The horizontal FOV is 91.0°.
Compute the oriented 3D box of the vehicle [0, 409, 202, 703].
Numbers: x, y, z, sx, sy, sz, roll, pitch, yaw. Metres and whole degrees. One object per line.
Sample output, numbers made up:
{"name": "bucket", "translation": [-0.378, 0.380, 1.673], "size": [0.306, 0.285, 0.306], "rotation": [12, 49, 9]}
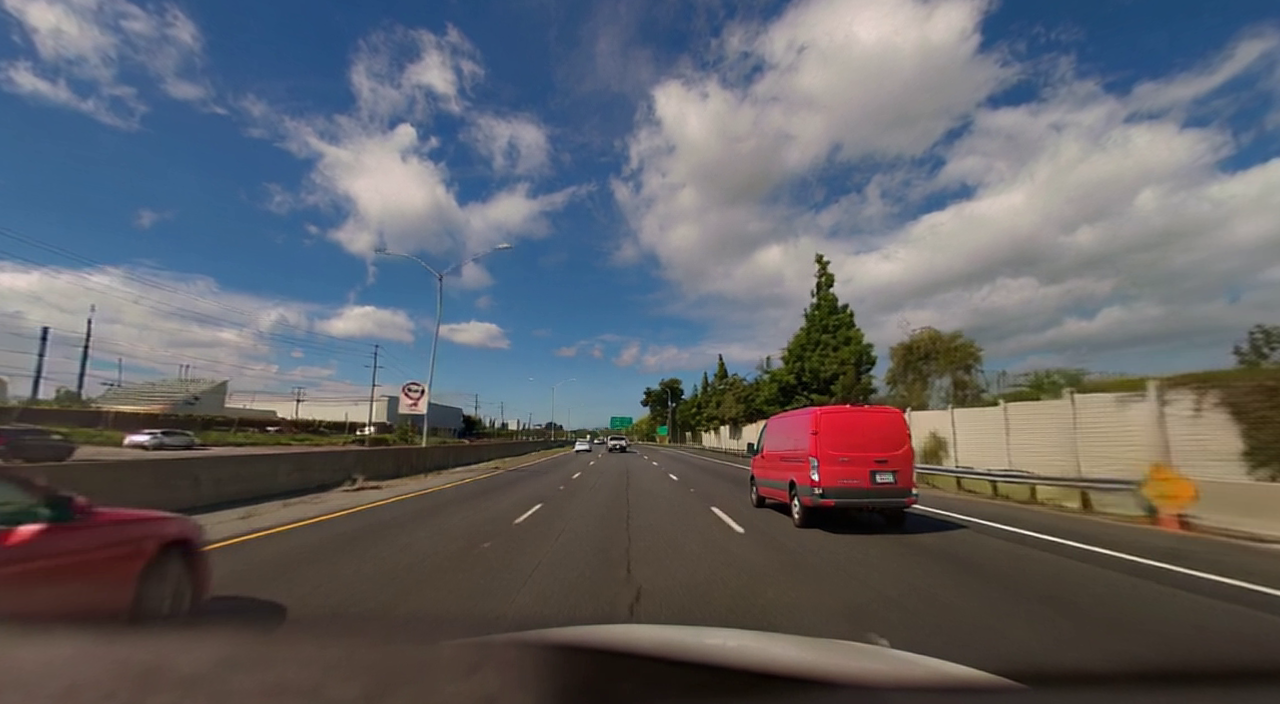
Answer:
{"name": "vehicle", "translation": [-3.659, 0.860, 1.756], "size": [1.916, 1.451, 4.166], "rotation": [0, -8, -1]}
